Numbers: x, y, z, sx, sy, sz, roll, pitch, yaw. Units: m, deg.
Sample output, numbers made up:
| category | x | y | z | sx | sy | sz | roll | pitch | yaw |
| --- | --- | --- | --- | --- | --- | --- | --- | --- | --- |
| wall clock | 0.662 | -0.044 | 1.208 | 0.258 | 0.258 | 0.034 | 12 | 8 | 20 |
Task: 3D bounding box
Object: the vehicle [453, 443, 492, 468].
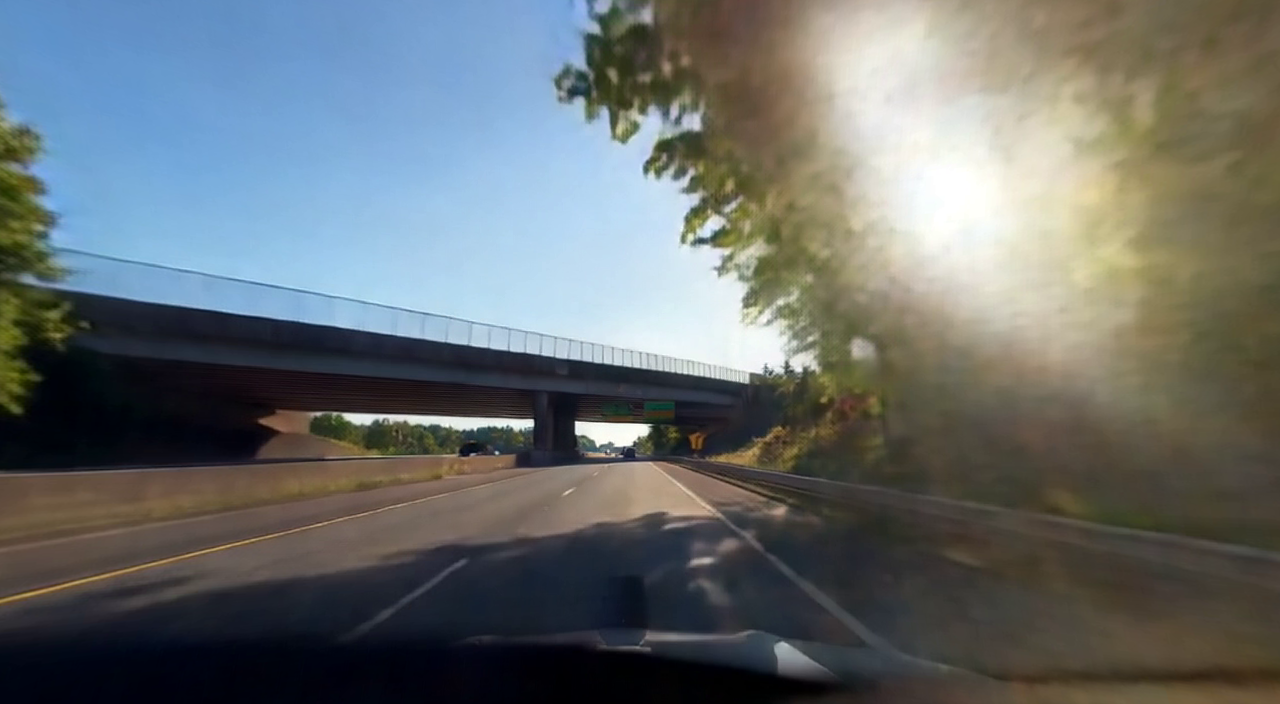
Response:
| category | x | y | z | sx | sy | sz | roll | pitch | yaw |
| --- | --- | --- | --- | --- | --- | --- | --- | --- | --- |
| vehicle | -12.596 | 7.775 | 47.503 | 1.869 | 1.751 | 4.427 | 0 | -9 | -2 |
